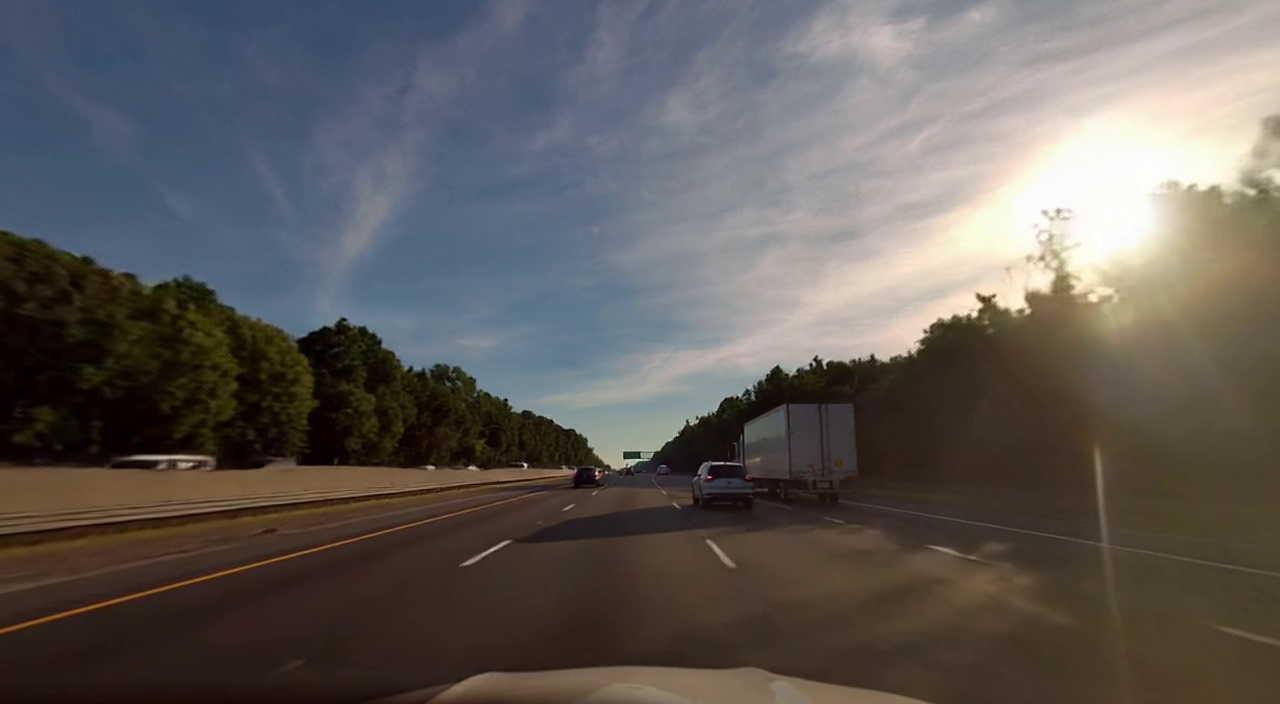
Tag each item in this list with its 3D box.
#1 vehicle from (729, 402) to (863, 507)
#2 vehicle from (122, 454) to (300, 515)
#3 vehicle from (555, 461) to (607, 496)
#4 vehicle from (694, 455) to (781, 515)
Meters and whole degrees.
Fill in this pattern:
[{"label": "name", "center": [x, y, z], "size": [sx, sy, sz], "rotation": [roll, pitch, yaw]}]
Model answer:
[{"label": "vehicle", "center": [7.449, 5.611, 33.697], "size": [2.883, 4.151, 17.144], "rotation": [1, -10, 0]}, {"label": "vehicle", "center": [-11.410, 3.551, 17.147], "size": [1.827, 1.412, 4.194], "rotation": [1, -10, 1]}, {"label": "vehicle", "center": [-2.758, 6.105, 30.480], "size": [2.025, 1.547, 4.150], "rotation": [1, -10, 1]}, {"label": "vehicle", "center": [3.026, 4.292, 20.586], "size": [2.050, 1.708, 4.457], "rotation": [1, -10, -1]}]
